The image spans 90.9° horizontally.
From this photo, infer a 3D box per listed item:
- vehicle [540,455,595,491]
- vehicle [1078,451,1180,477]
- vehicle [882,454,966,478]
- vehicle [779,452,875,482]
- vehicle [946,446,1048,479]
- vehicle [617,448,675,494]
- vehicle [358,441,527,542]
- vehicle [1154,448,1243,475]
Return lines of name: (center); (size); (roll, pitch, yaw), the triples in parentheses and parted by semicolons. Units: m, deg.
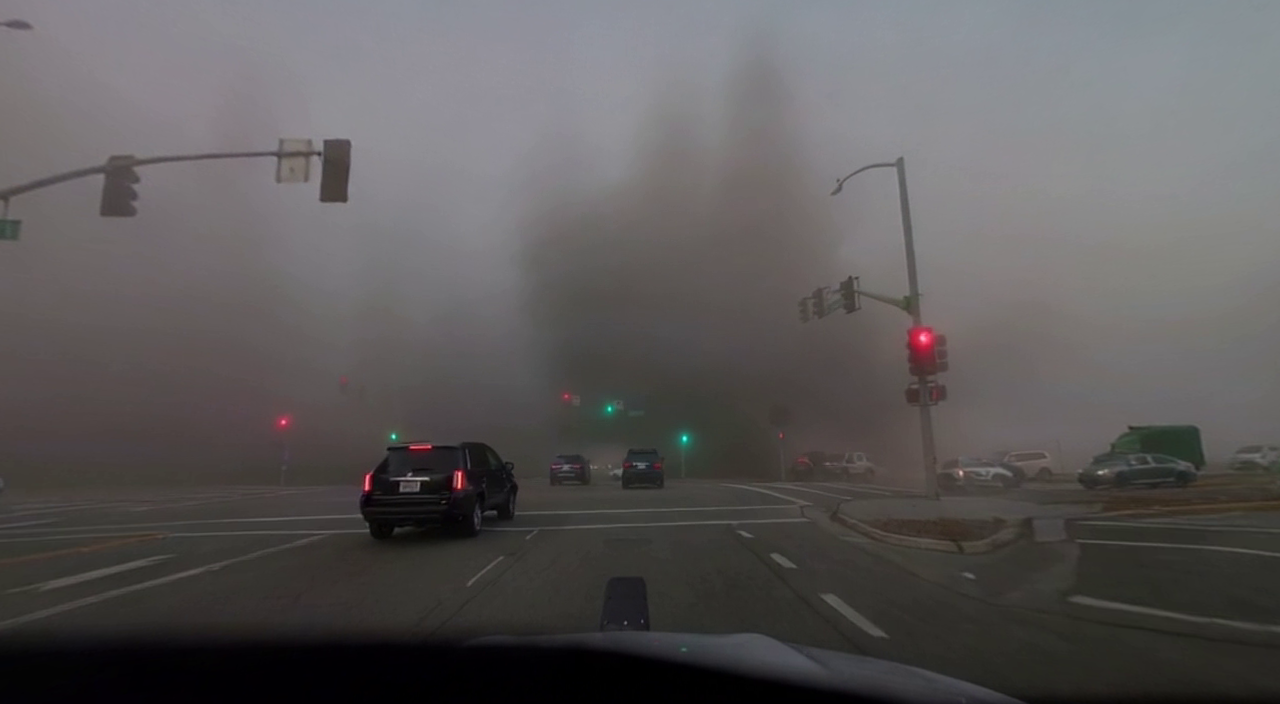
vehicle: (-3.402, 5.749, 30.270); (2.013, 1.474, 4.393); (0, -8, 1)
vehicle: (28.928, 6.647, 37.388); (4.365, 1.448, 1.928); (0, -8, 1)
vehicle: (18.419, 7.413, 41.027); (4.478, 1.495, 2.063); (0, -8, 0)
vehicle: (10.936, 6.810, 37.060); (4.875, 1.473, 2.077); (-2, -12, -2)
vehicle: (21.010, 6.533, 37.228); (4.585, 1.681, 2.140); (-3, -10, 0)
vehicle: (0.249, 4.770, 25.606); (2.163, 1.678, 3.846); (0, -8, 1)
vehicle: (-3.362, 2.408, 11.512); (1.960, 1.528, 3.490); (0, -8, 0)
vehicle: (39.776, 7.804, 44.944); (4.580, 1.807, 1.967); (0, -8, -3)
